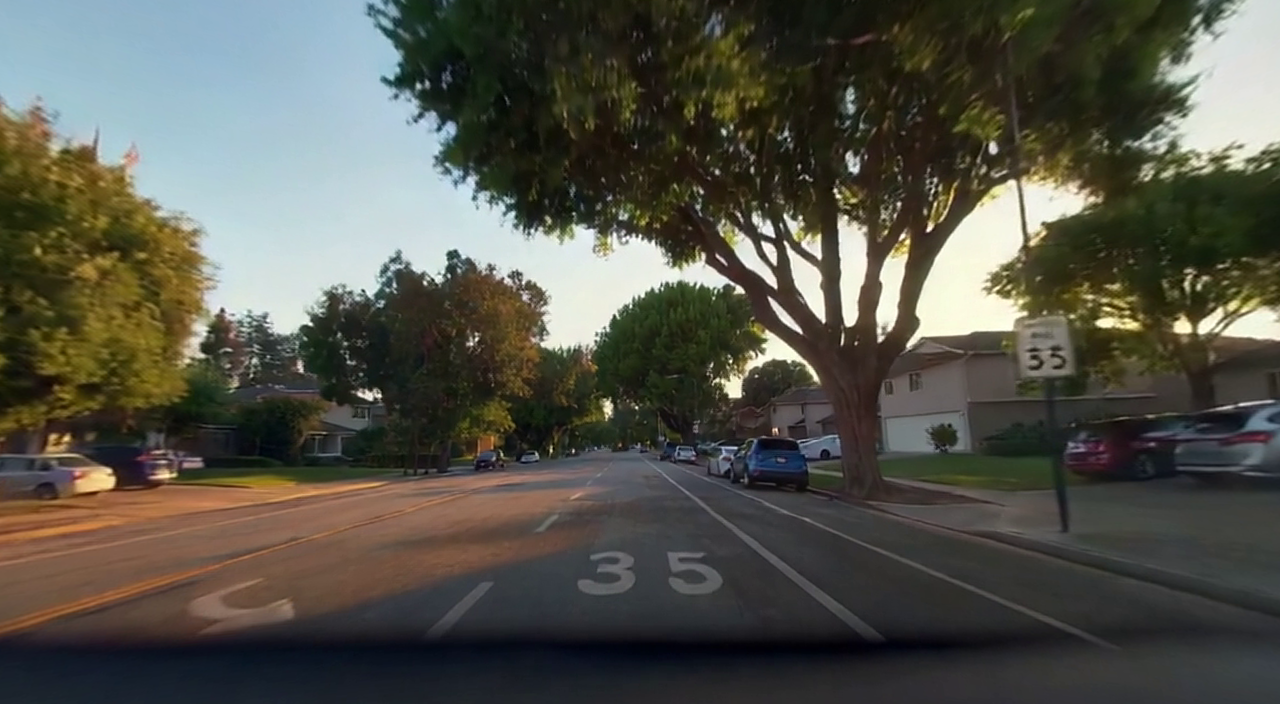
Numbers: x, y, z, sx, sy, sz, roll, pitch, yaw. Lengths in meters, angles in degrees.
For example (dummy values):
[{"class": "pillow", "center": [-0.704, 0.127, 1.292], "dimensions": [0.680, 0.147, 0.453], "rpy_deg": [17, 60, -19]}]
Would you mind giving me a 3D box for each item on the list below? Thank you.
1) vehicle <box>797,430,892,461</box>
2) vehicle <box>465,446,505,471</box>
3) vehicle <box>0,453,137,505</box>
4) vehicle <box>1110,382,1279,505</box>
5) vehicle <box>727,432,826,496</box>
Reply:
[{"class": "vehicle", "center": [12.074, 5.530, 37.491], "dimensions": [4.912, 1.734, 2.006], "rpy_deg": [0, -8, -2]}, {"class": "vehicle", "center": [-11.612, 7.994, 47.750], "dimensions": [2.091, 1.717, 4.392], "rpy_deg": [0, -8, -3]}, {"class": "vehicle", "center": [-18.543, 3.884, 19.502], "dimensions": [4.346, 1.490, 1.911], "rpy_deg": [0, -8, -1]}, {"class": "vehicle", "center": [12.270, 1.619, 11.648], "dimensions": [5.278, 1.981, 2.304], "rpy_deg": [-1, -9, -2]}, {"class": "vehicle", "center": [4.045, 3.388, 19.523], "dimensions": [1.915, 1.715, 4.451], "rpy_deg": [0, -8, -2]}]
